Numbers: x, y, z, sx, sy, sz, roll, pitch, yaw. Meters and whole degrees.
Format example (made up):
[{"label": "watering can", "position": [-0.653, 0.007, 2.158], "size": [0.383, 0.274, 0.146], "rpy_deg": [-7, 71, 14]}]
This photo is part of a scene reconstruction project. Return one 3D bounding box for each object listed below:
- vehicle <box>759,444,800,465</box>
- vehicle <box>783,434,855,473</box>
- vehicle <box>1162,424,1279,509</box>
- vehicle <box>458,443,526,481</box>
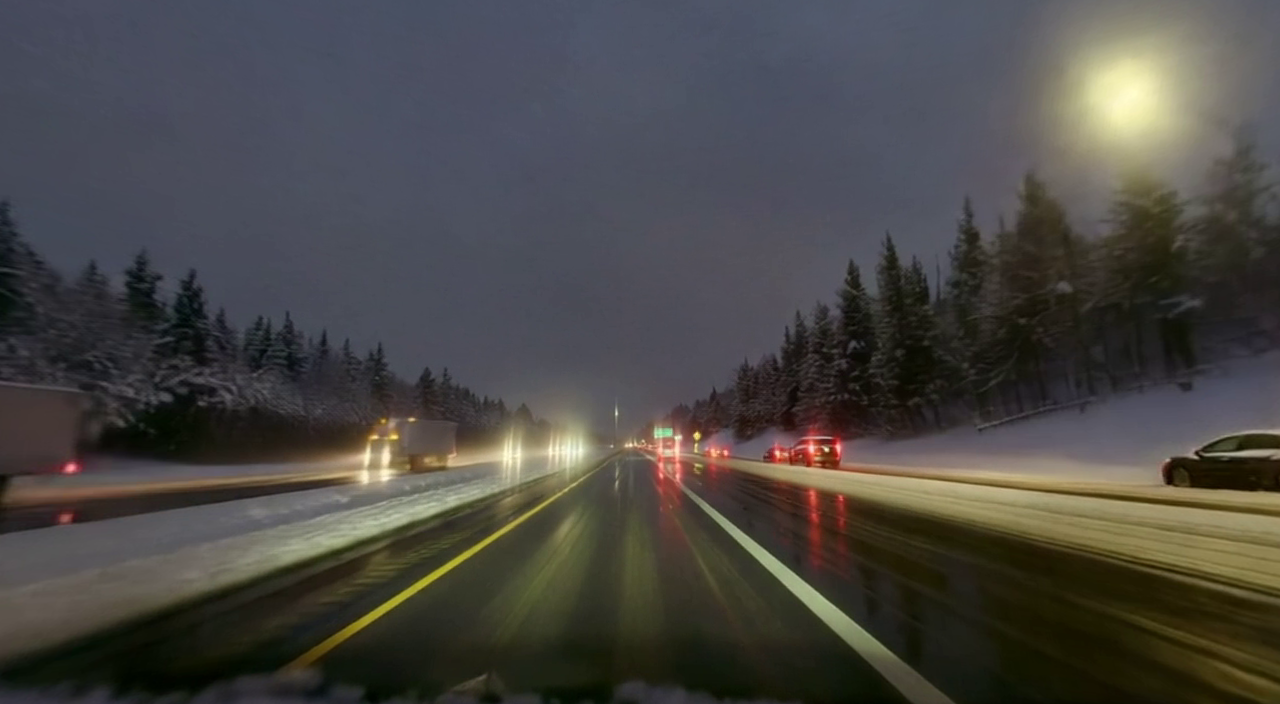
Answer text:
[{"label": "vehicle", "position": [10.093, 7.423, 45.985], "size": [1.931, 1.479, 4.183], "rpy_deg": [0, -9, -2]}, {"label": "vehicle", "position": [8.933, 5.117, 31.964], "size": [2.098, 1.820, 4.505], "rpy_deg": [0, -9, -3]}, {"label": "vehicle", "position": [13.943, 2.402, 13.355], "size": [1.957, 1.709, 4.387], "rpy_deg": [0, -9, -1]}, {"label": "vehicle", "position": [-8.283, 6.192, 35.926], "size": [2.444, 1.910, 5.566], "rpy_deg": [0, -8, 1]}]
